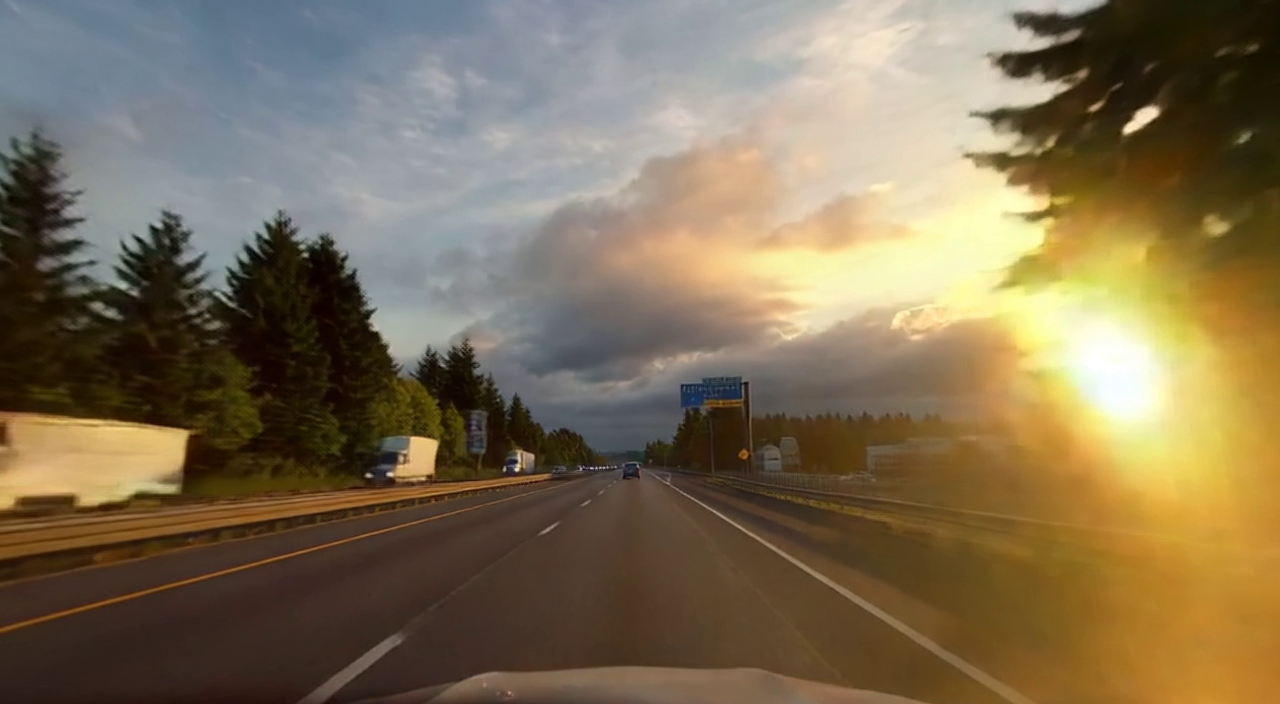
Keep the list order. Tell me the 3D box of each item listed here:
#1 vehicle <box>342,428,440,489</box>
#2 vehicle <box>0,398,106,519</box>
[{"bbox_3d":[-17.203,7.582,44.515,3.012,3.794,9.302,1,-11,0],"label":"vehicle"},{"bbox_3d":[-17.137,2.434,14.530,2.842,2.917,7.530,0,-11,1],"label":"vehicle"}]
